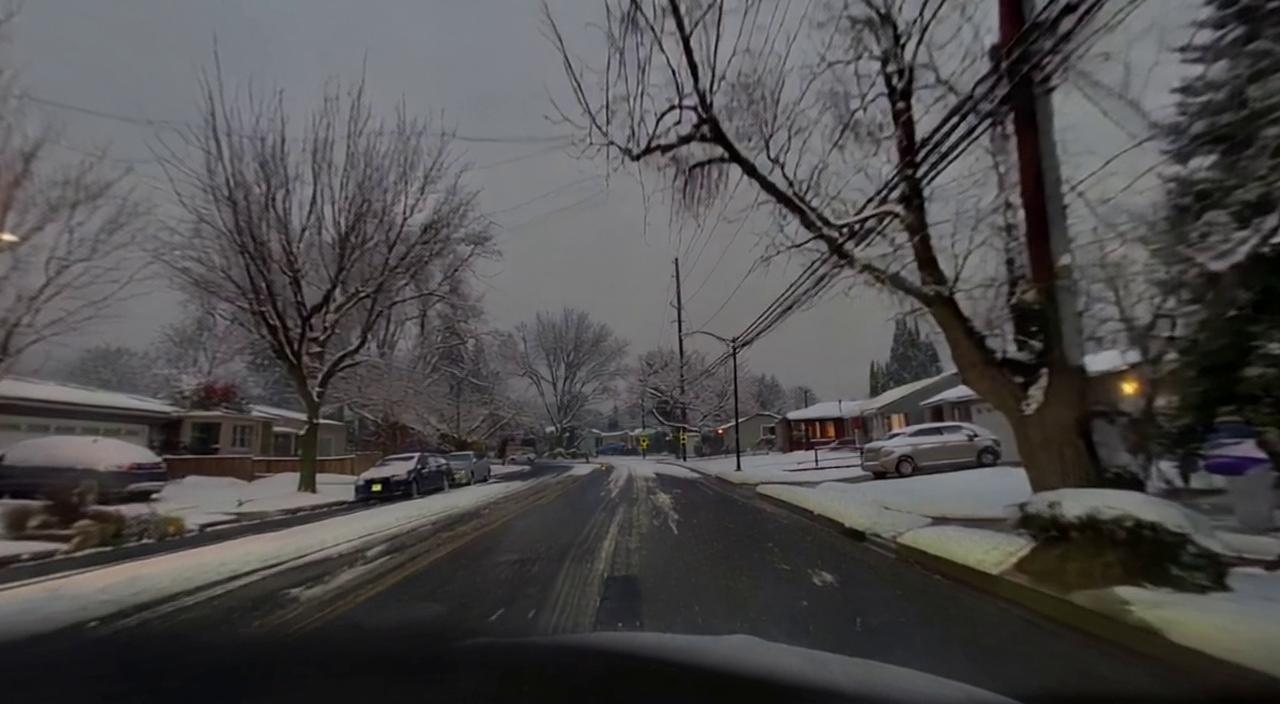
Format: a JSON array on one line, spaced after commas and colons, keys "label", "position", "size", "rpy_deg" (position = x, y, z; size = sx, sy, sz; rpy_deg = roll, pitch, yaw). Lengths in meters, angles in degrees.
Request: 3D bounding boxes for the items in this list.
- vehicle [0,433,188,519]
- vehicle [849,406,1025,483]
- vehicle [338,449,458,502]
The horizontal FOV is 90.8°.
[{"label": "vehicle", "position": [-14.325, 3.006, 15.666], "size": [4.538, 1.687, 1.955], "rpy_deg": [4, -9, -1]}, {"label": "vehicle", "position": [8.550, 2.710, 18.478], "size": [4.025, 1.738, 1.920], "rpy_deg": [-5, -9, -1]}, {"label": "vehicle", "position": [-7.660, 3.916, 20.550], "size": [2.034, 1.493, 4.524], "rpy_deg": [0, -9, 1]}]
